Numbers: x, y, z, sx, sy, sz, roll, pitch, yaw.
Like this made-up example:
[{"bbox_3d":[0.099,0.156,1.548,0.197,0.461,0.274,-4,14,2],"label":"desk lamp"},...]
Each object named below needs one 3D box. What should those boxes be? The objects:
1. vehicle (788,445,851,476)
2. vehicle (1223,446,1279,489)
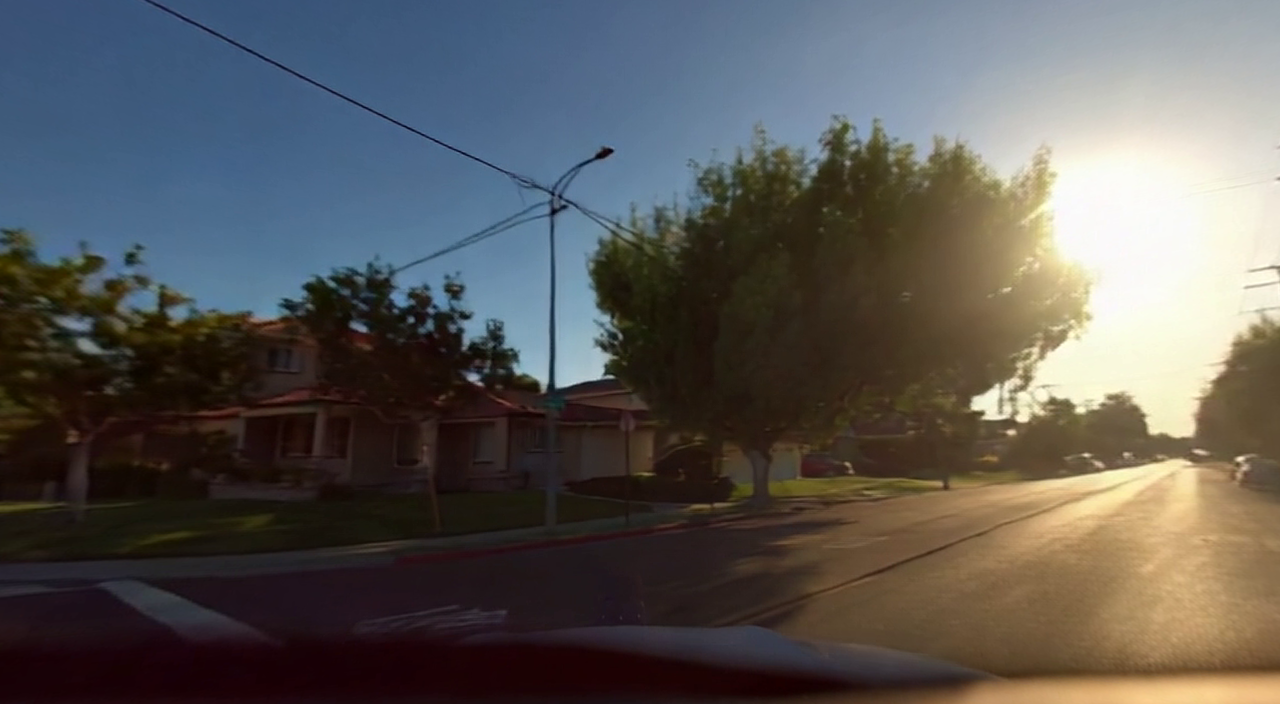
[{"bbox_3d":[11.862,7.171,41.505,2.034,1.829,5.161,-8,-14,38],"label":"vehicle"},{"bbox_3d":[29.304,5.351,29.718,2.114,1.858,5.144,-7,-11,37],"label":"vehicle"}]
